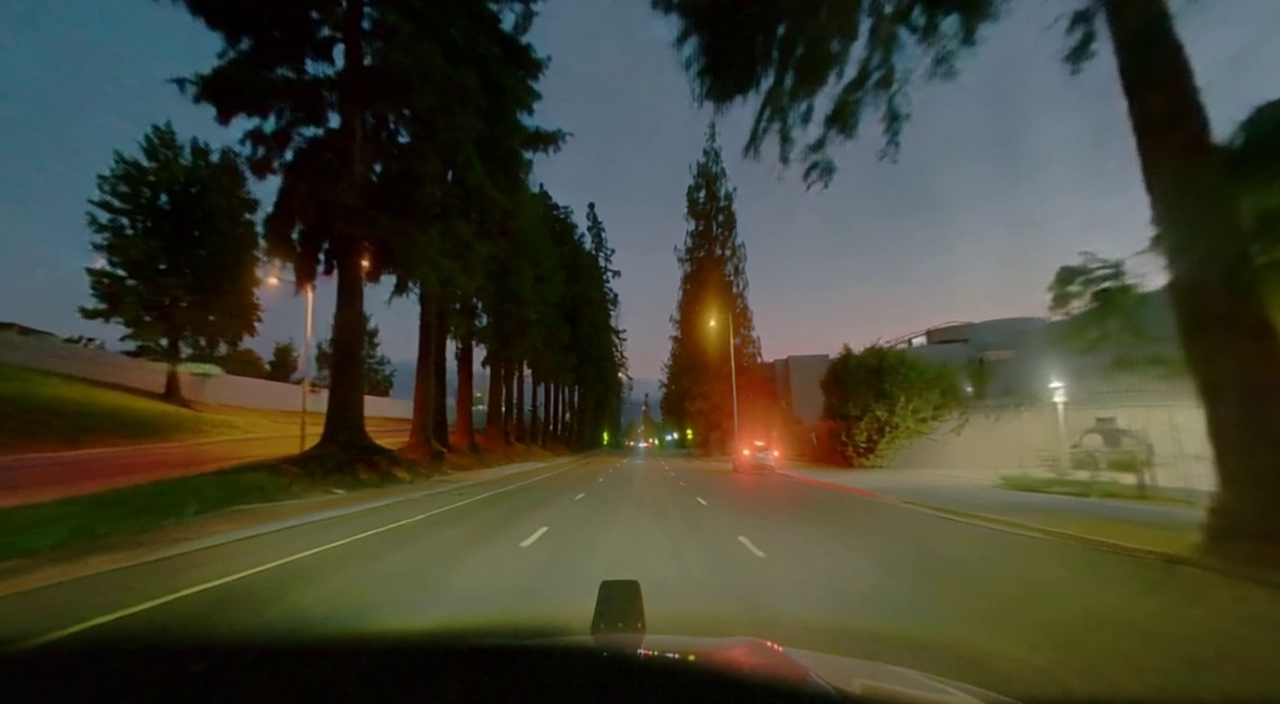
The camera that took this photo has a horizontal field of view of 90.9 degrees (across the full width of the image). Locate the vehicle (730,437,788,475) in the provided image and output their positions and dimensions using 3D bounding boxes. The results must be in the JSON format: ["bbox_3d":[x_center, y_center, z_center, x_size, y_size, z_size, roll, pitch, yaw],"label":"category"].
[{"bbox_3d":[6.049,5.333,32.714,2.177,1.788,5.106,0,-8,2],"label":"vehicle"}]

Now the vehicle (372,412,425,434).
[{"bbox_3d":[-17.157,5.108,44.976,1.960,1.436,4.584,0,-8,0],"label":"vehicle"}]
